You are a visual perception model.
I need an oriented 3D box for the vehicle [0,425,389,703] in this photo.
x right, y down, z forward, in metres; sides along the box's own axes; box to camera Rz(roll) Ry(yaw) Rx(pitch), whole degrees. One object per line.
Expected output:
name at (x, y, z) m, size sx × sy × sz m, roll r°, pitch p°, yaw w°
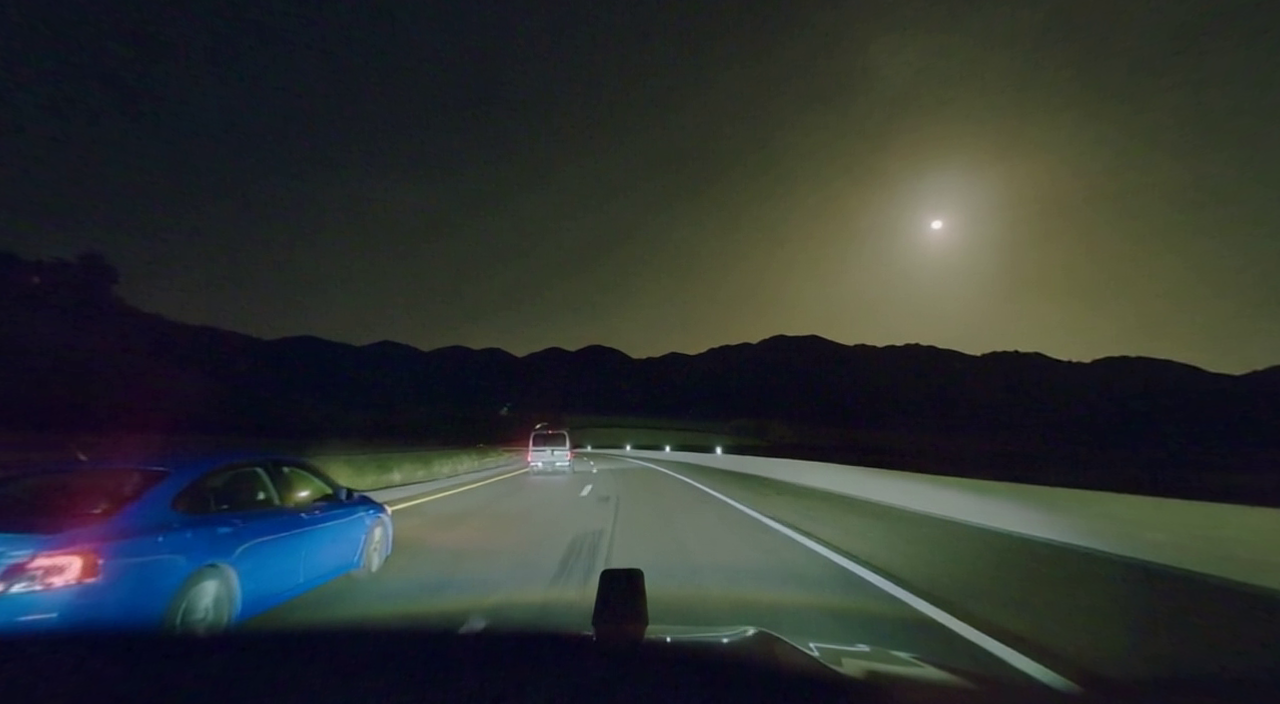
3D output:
vehicle at (-4.011, 1.418, 4.966) m, size 2.097 × 1.511 × 4.585 m, roll -1°, pitch -9°, yaw 1°

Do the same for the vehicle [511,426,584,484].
vehicle at (-3.861, 4.451, 27.573) m, size 2.444 × 2.204 × 5.568 m, roll -1°, pitch -9°, yaw -1°
